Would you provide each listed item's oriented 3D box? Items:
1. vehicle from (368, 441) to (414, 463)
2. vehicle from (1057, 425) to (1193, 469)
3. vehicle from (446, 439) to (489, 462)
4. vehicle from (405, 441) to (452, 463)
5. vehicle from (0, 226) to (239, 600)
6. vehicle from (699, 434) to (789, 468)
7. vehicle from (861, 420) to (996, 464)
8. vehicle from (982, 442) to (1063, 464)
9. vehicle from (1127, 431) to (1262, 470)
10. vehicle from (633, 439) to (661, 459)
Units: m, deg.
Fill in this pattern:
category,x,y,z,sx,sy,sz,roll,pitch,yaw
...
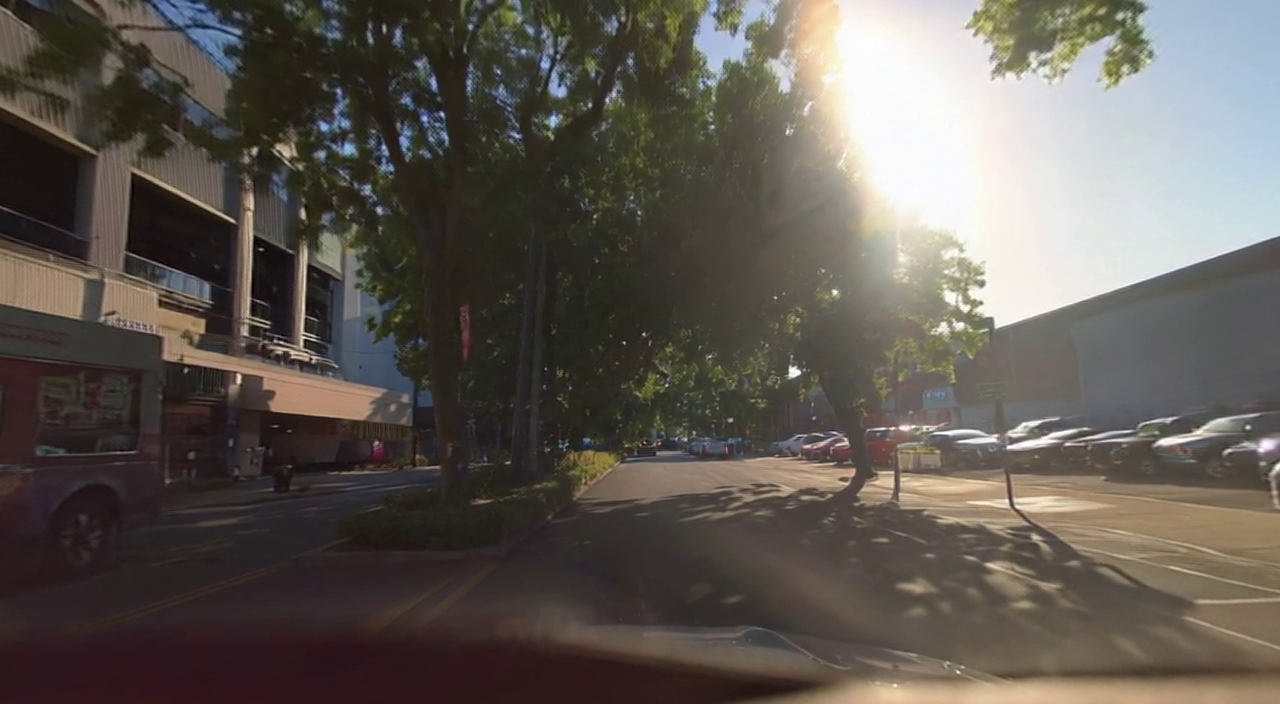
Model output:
category,x,y,z,sx,sy,sz,roll,pitch,yaw
vehicle,-19.286,7.791,49.117,1.880,1.617,3.870,-1,-8,2
vehicle,26.260,5.176,34.339,5.596,2.168,2.307,2,-8,-3
vehicle,-13.401,7.644,49.350,1.888,1.657,4.138,0,-7,5
vehicle,-16.270,7.701,48.716,1.850,1.531,4.256,0,-7,5
vehicle,-7.050,0.496,5.156,2.968,3.222,7.036,-1,-8,-1
vehicle,5.679,5.380,34.376,4.626,1.723,1.939,5,-10,-32
vehicle,14.191,4.442,31.351,5.540,2.045,2.259,0,-8,-1
vehicle,27.088,7.150,44.829,4.558,1.452,1.790,0,-8,0
vehicle,27.023,4.818,30.923,4.591,1.808,2.016,0,-9,1
vehicle,0.491,7.563,49.417,2.046,1.445,4.001,0,-8,-2
